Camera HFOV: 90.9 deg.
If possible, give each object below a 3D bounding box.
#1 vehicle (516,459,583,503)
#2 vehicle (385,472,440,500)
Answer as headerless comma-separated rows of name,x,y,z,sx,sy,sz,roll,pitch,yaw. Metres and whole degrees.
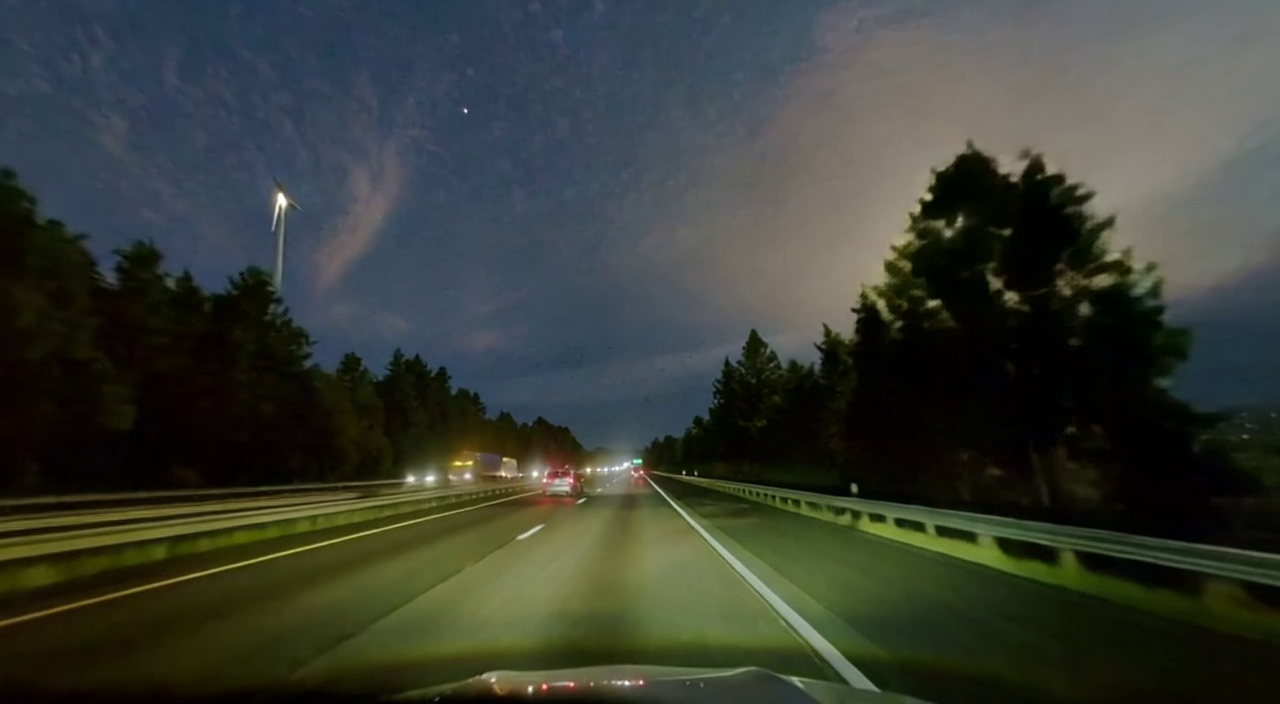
vehicle,-3.763,5.509,27.076,2.124,1.705,4.440,1,-11,1
vehicle,-12.627,7.457,35.153,1.687,1.411,3.627,1,-11,1
